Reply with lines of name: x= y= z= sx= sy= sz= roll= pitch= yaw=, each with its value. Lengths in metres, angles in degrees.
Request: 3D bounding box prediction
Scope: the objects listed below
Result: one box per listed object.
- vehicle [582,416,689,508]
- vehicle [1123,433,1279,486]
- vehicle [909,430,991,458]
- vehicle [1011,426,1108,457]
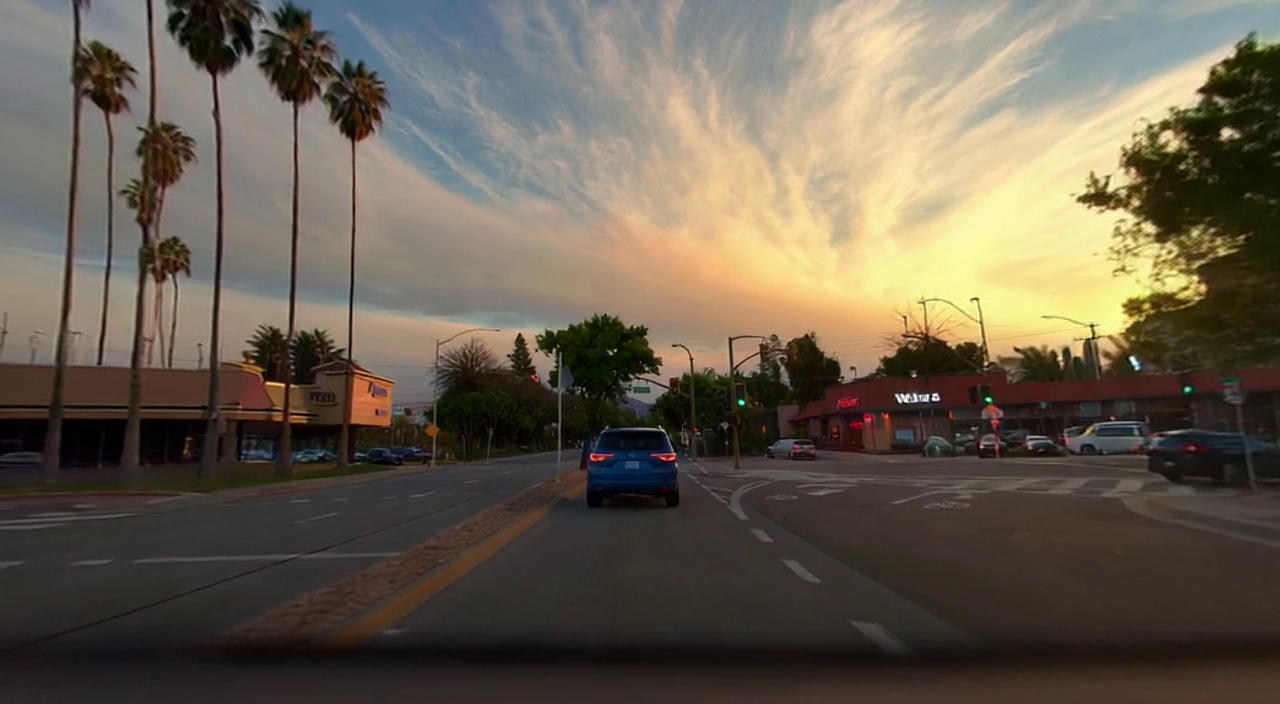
vehicle: x=-0.029 y=2.688 z=15.795 sx=2.263 sy=1.932 sz=4.709 roll=0 pitch=-8 yaw=2
vehicle: x=18.324 y=3.396 z=20.195 sx=4.542 sy=1.560 sz=2.086 roll=2 pitch=-9 yaw=-15
vehicle: x=21.750 y=6.488 z=44.343 sx=4.852 sy=1.847 sz=1.983 roll=-6 pitch=-10 yaw=33
vehicle: x=25.095 y=5.396 z=37.909 sx=4.641 sy=1.778 sz=1.958 roll=-6 pitch=-10 yaw=33
